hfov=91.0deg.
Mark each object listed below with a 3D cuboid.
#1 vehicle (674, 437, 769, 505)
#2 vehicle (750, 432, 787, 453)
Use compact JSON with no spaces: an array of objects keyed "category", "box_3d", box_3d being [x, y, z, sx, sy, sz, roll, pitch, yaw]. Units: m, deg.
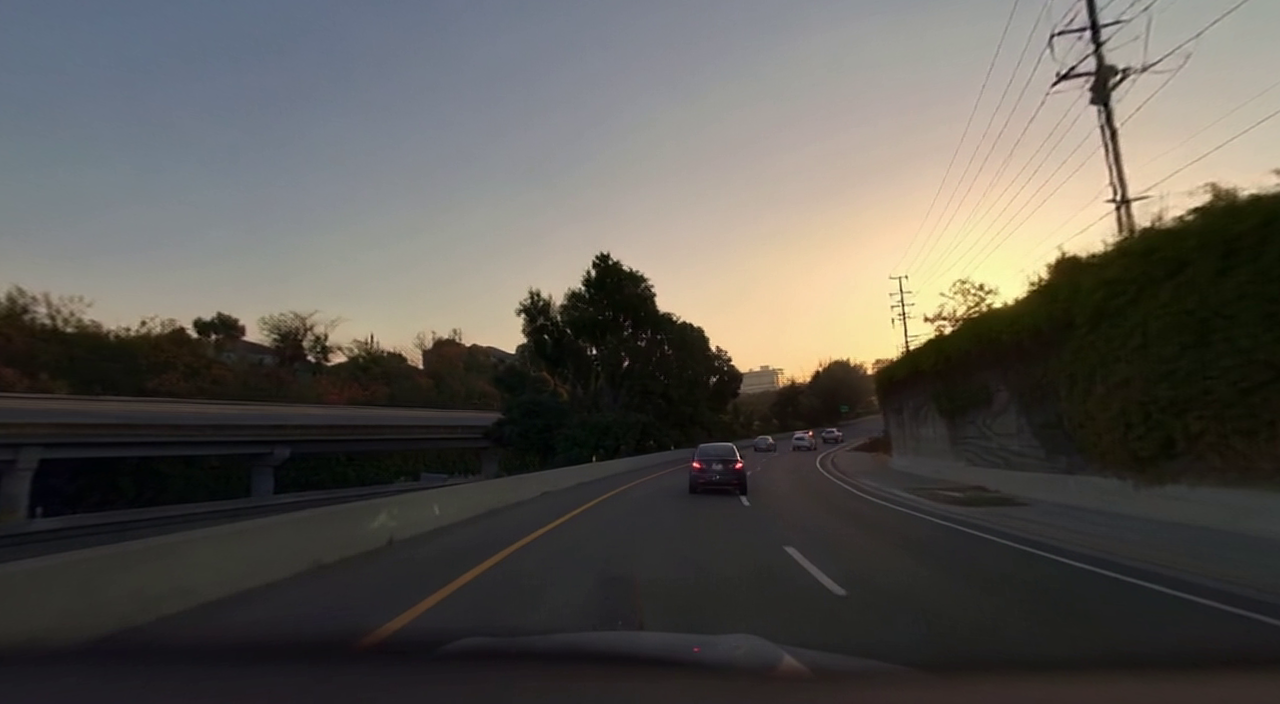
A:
[{"category":"vehicle","box_3d":[2.085,2.981,16.254,2.091,1.482,4.321,-1,-9,7]},{"category":"vehicle","box_3d":[9.581,6.709,46.625,1.931,1.485,4.191,-3,-9,21]}]
